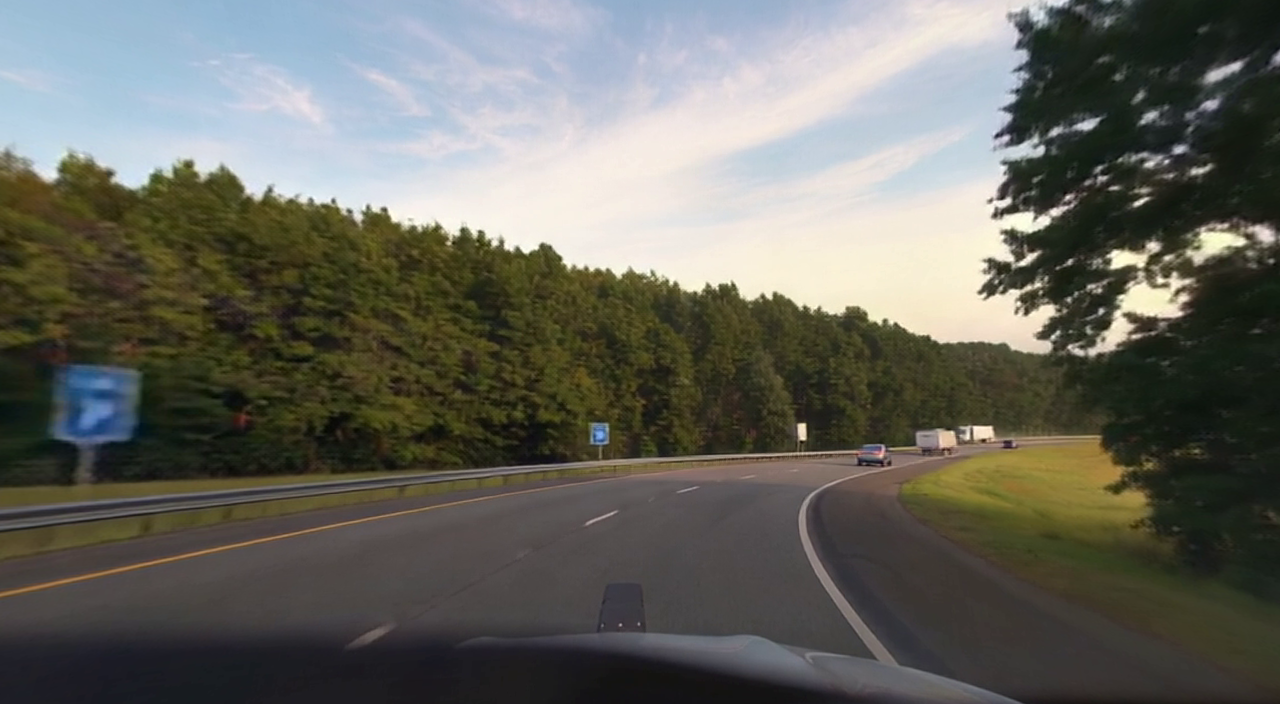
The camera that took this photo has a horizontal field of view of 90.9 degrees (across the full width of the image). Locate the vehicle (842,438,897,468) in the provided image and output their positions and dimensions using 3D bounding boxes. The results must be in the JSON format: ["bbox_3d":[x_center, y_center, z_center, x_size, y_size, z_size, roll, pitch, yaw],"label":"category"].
[{"bbox_3d":[14.173,6.209,38.759,2.221,1.674,4.325,-6,-10,31],"label":"vehicle"}]
